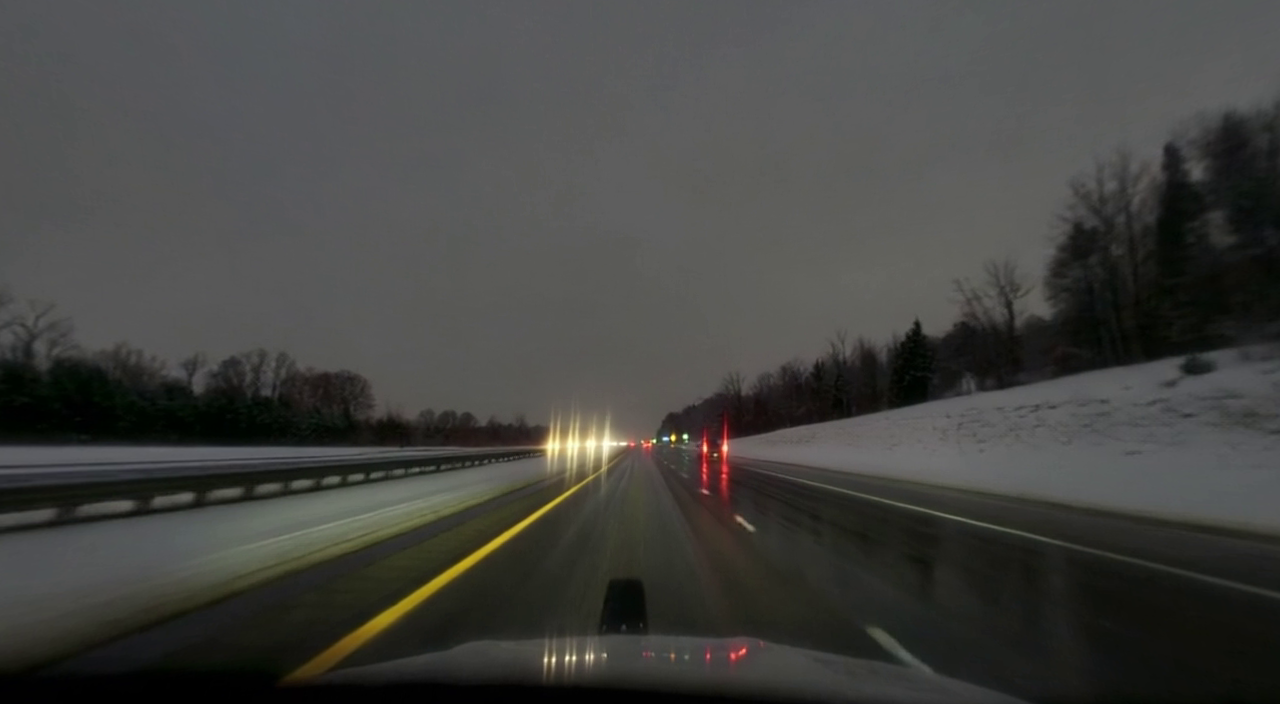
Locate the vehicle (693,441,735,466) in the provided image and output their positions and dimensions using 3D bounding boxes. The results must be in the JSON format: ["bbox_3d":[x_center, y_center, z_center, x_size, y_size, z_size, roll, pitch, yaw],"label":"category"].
[{"bbox_3d":[4.572,6.331,39.552,2.012,1.476,4.256,0,-9,-2],"label":"vehicle"}]
